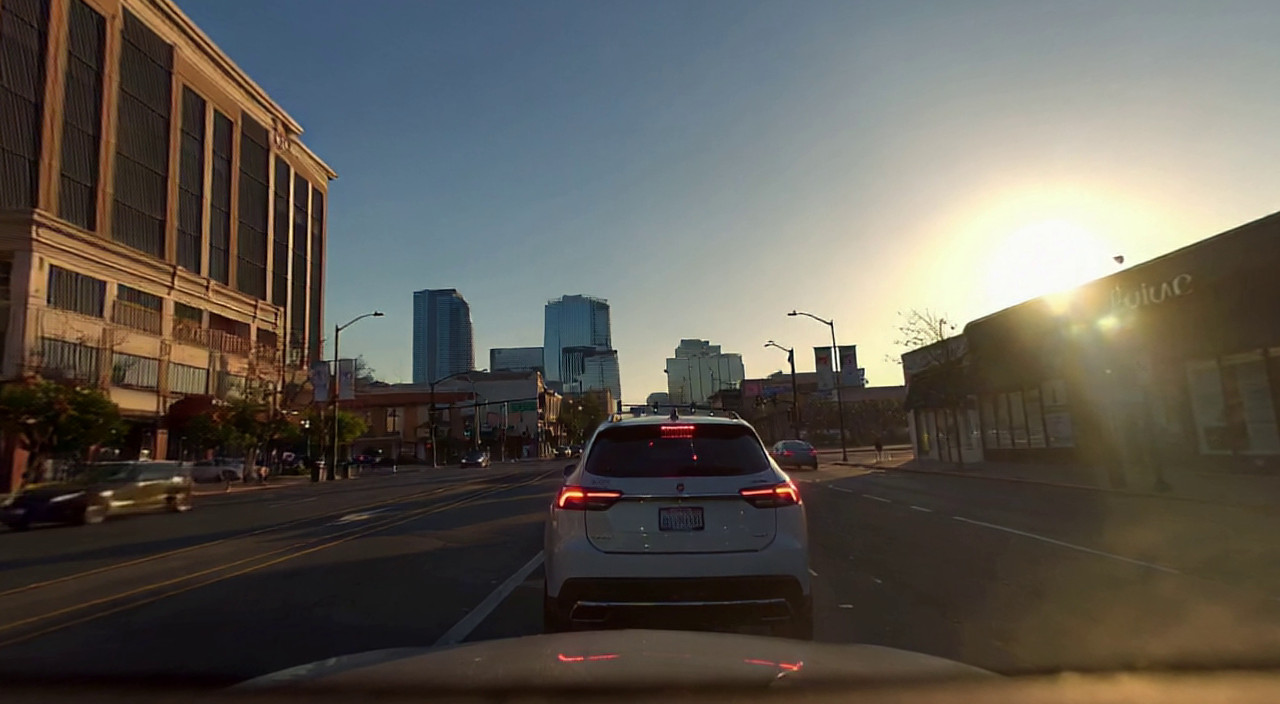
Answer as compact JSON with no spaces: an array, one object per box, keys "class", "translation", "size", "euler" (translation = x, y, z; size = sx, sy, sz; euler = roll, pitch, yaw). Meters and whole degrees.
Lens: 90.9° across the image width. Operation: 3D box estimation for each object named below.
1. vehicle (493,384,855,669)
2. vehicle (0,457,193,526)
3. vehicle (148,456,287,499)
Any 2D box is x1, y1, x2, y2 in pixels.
[{"class":"vehicle","translation":[0.201,1.310,5.732],"size":[2.125,1.669,3.880],"euler":[0,-8,0]},{"class":"vehicle","translation":[-14.181,3.562,16.544],"size":[1.991,1.486,3.844],"euler":[0,-8,1]},{"class":"vehicle","translation":[-18.588,5.485,27.980],"size":[1.981,1.659,4.608],"euler":[-5,-10,29]}]
